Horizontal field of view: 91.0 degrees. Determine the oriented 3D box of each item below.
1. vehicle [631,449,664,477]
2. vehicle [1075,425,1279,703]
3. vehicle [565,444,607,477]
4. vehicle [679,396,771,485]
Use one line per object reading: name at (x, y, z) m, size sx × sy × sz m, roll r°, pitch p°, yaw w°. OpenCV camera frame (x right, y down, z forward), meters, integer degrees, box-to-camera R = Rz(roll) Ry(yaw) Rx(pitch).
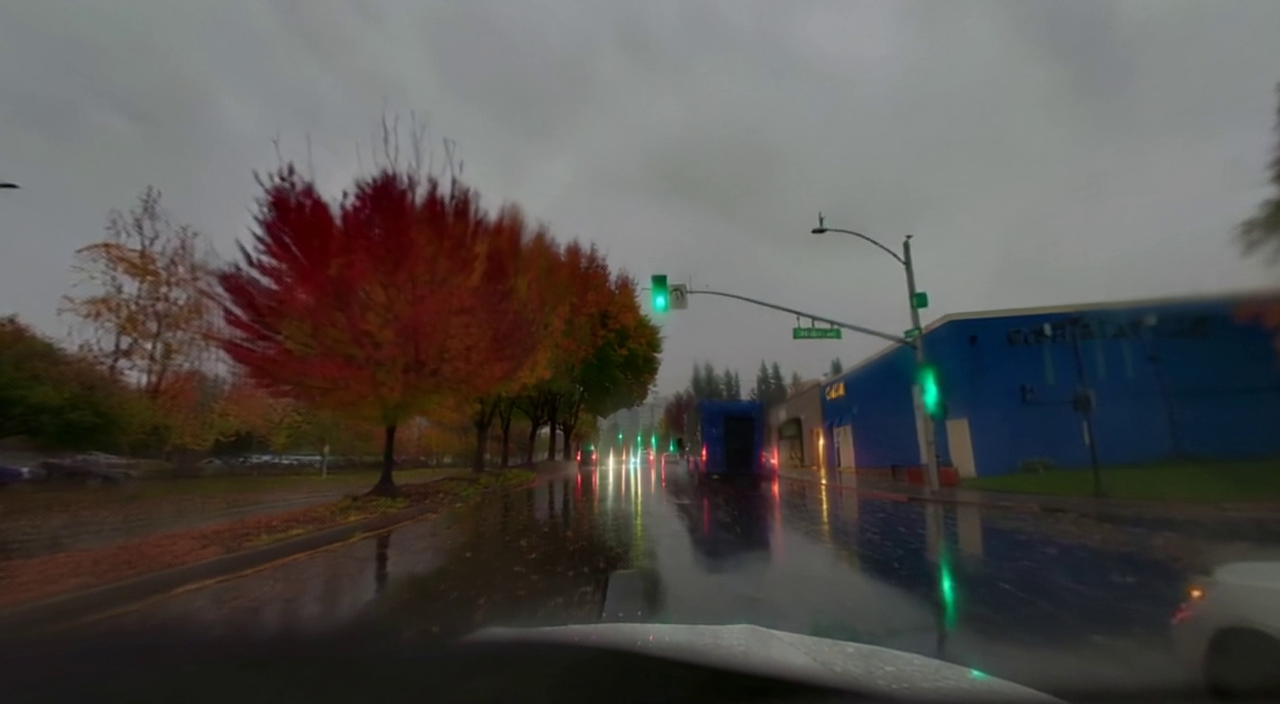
vehicle at (0.428, 6.658, 37.939) m, size 1.846 × 1.528 × 4.348 m, roll -1°, pitch -9°, yaw 0°
vehicle at (3.745, 0.848, 1.497) m, size 1.915 × 1.449 × 4.970 m, roll -1°, pitch -9°, yaw 1°
vehicle at (-3.218, 6.618, 38.551) m, size 2.035 × 1.867 × 4.607 m, roll -1°, pitch -9°, yaw 1°
vehicle at (3.885, 4.513, 31.797) m, size 3.003 × 3.680 × 10.684 m, roll 0°, pitch -9°, yaw -1°
